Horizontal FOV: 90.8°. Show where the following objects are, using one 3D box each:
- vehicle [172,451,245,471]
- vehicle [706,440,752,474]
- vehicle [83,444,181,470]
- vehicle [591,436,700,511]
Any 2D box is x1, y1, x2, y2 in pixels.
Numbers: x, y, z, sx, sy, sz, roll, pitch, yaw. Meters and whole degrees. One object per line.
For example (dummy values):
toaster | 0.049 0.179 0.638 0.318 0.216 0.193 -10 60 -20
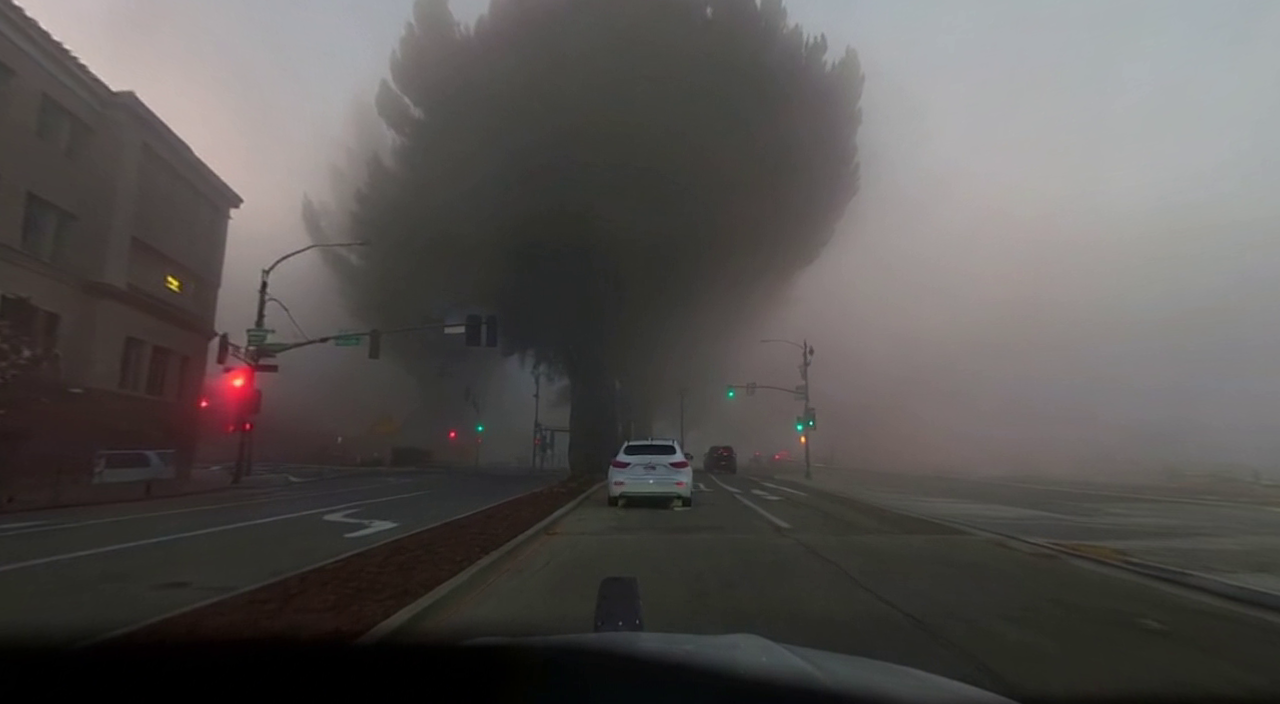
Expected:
vehicle | -33.419 8.449 49.002 4.199 1.432 1.727 1 -9 -10
vehicle | 5.181 6.187 37.552 2.092 1.851 4.913 0 -9 1
vehicle | -35.818 7.367 44.654 4.877 1.754 1.978 1 -9 -9
vehicle | 0.199 2.756 14.836 2.173 1.479 4.264 0 -9 3
